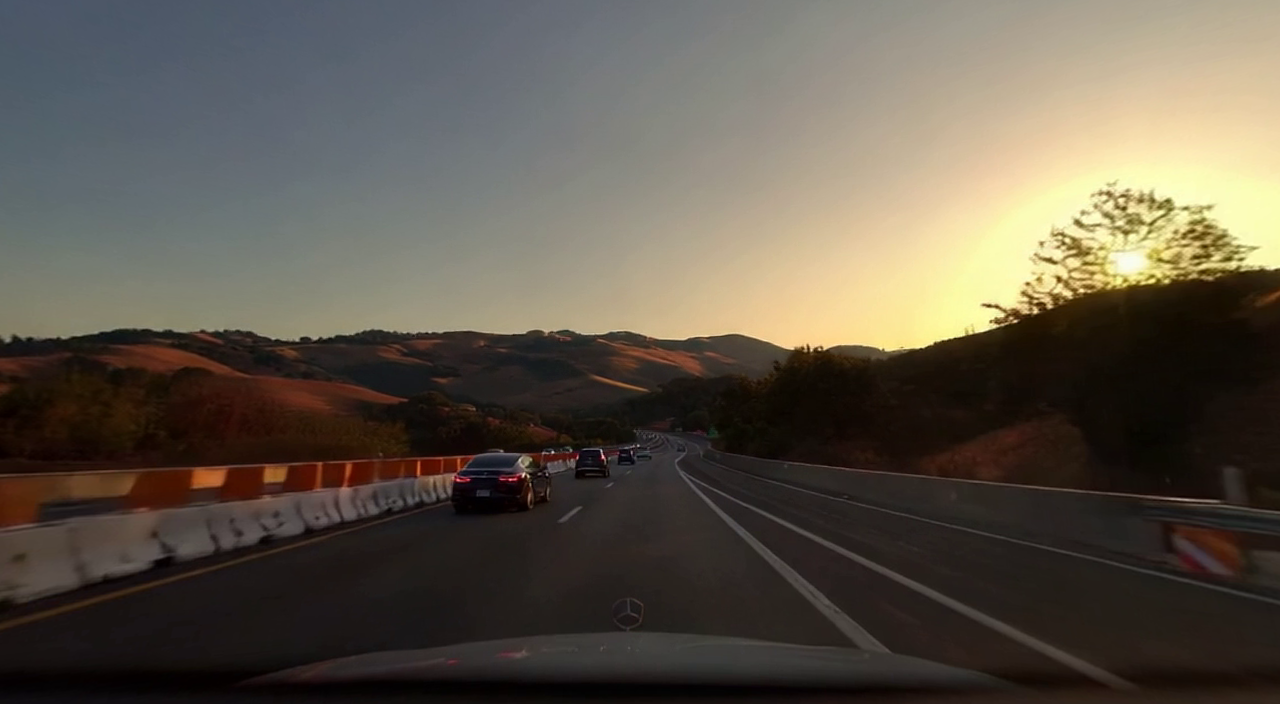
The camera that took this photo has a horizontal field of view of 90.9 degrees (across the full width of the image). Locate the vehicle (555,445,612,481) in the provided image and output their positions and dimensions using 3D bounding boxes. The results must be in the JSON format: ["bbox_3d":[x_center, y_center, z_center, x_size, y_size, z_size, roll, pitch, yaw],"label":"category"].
[{"bbox_3d":[-2.452,4.989,28.505,2.094,1.480,4.124,0,-9,2],"label":"vehicle"}]

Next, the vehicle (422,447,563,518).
[{"bbox_3d":[-3.014,2.770,13.860,2.061,1.330,3.928,0,-9,1],"label":"vehicle"}]
